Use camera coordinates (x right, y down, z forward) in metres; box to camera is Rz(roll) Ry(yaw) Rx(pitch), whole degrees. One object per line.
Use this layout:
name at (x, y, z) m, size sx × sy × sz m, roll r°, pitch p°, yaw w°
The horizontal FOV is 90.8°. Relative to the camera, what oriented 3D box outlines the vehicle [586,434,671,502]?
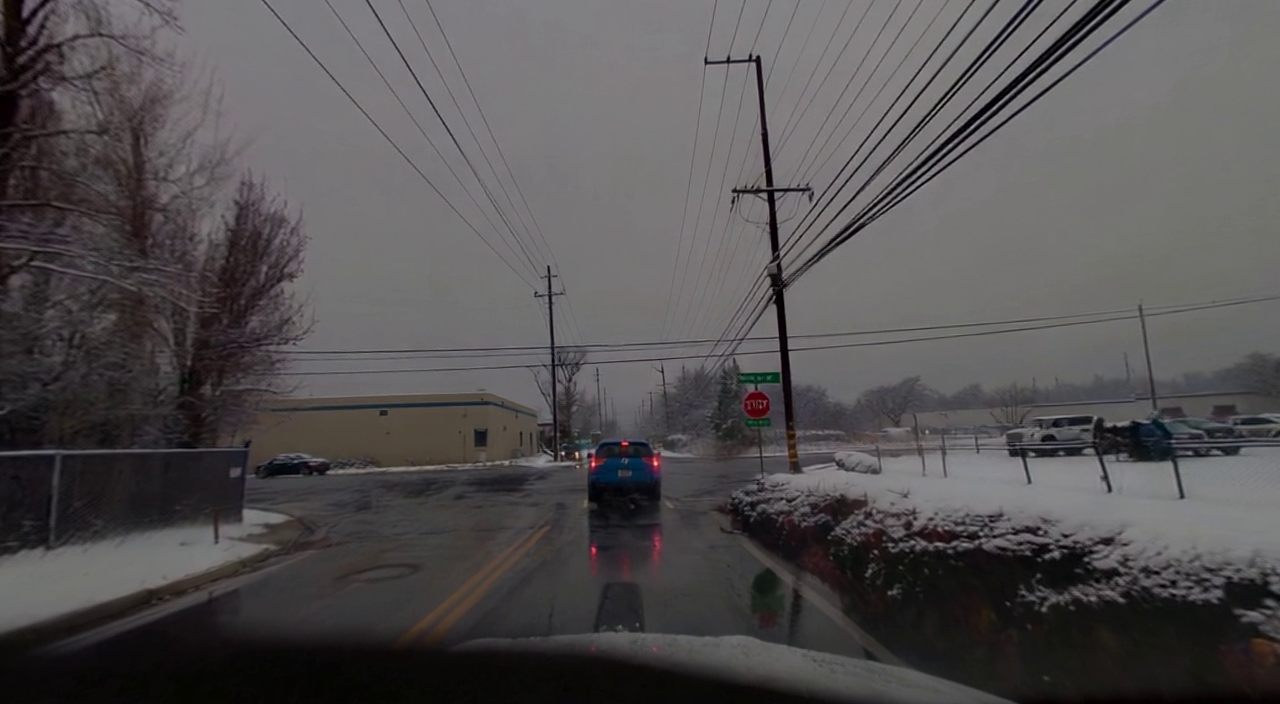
vehicle at (-0.388, 3.224, 18.036) m, size 2.137 × 1.698 × 4.166 m, roll 0°, pitch -8°, yaw -3°
